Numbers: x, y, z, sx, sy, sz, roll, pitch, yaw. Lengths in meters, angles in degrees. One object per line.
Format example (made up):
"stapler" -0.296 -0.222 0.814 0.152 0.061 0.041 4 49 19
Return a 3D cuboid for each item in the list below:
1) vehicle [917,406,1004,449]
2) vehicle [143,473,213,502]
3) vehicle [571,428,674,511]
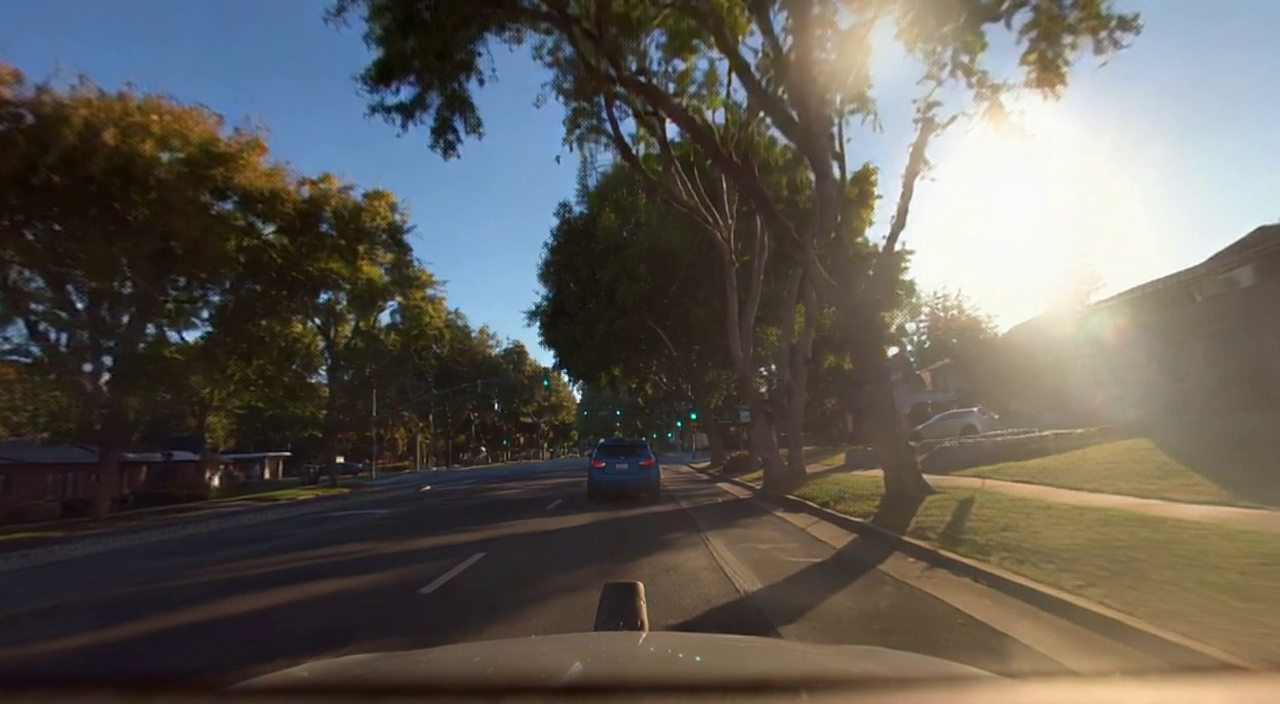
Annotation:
"vehicle" 16.321 3.977 32.520 2.039 1.990 5.111 -1 -9 4
"vehicle" -28.601 8.357 39.265 1.771 1.435 4.144 -7 -10 -9
"vehicle" -0.405 2.760 15.253 2.136 1.703 3.910 0 -9 -1
